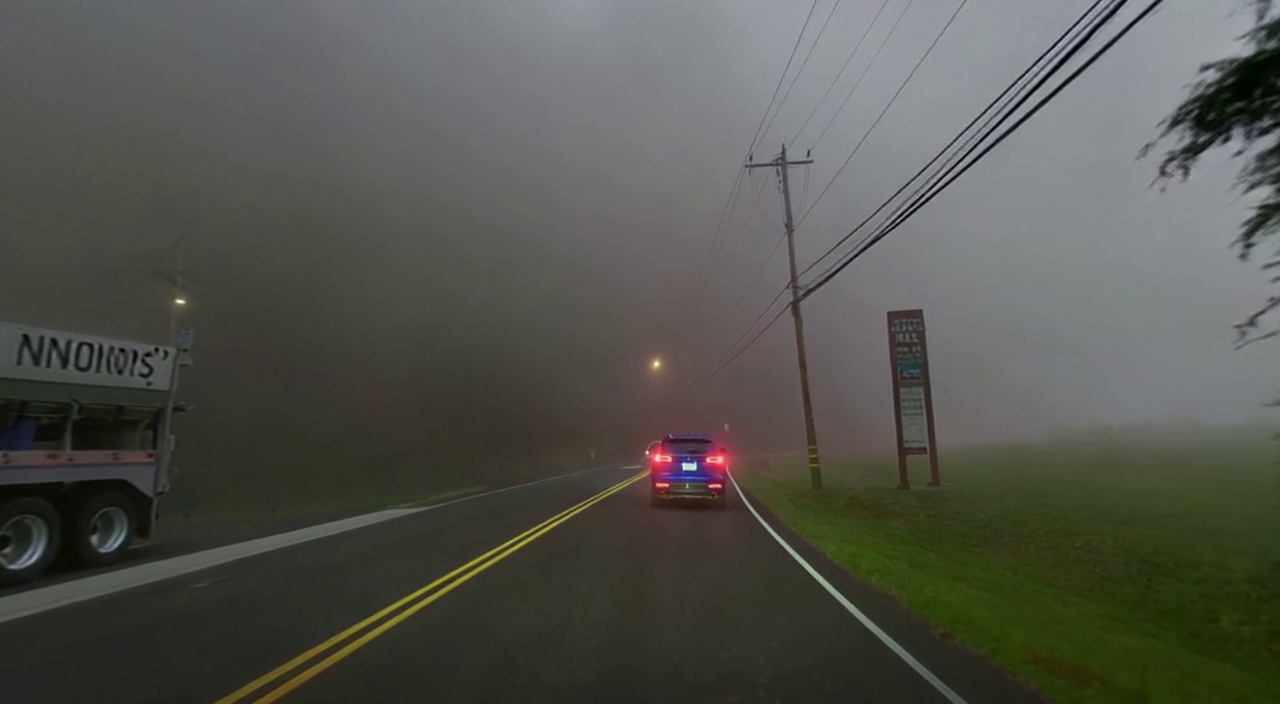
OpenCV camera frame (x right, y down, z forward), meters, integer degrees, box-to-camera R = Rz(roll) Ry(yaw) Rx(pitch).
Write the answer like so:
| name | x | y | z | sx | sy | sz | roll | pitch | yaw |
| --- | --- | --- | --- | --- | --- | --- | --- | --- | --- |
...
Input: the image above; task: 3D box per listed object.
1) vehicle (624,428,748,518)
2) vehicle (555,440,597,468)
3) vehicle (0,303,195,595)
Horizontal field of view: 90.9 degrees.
| name | x | y | z | sx | sy | sz | roll | pitch | yaw |
| --- | --- | --- | --- | --- | --- | --- | --- | --- | --- |
| vehicle | 0.808 | 2.307 | 12.475 | 2.081 | 1.503 | 3.726 | 0 | -8 | 1 |
| vehicle | -5.077 | 7.895 | 48.938 | 2.668 | 1.981 | 5.575 | 2 | -9 | -12 |
| vehicle | -8.594 | 1.075 | 5.493 | 3.395 | 3.071 | 7.634 | -7 | -6 | 6 |
